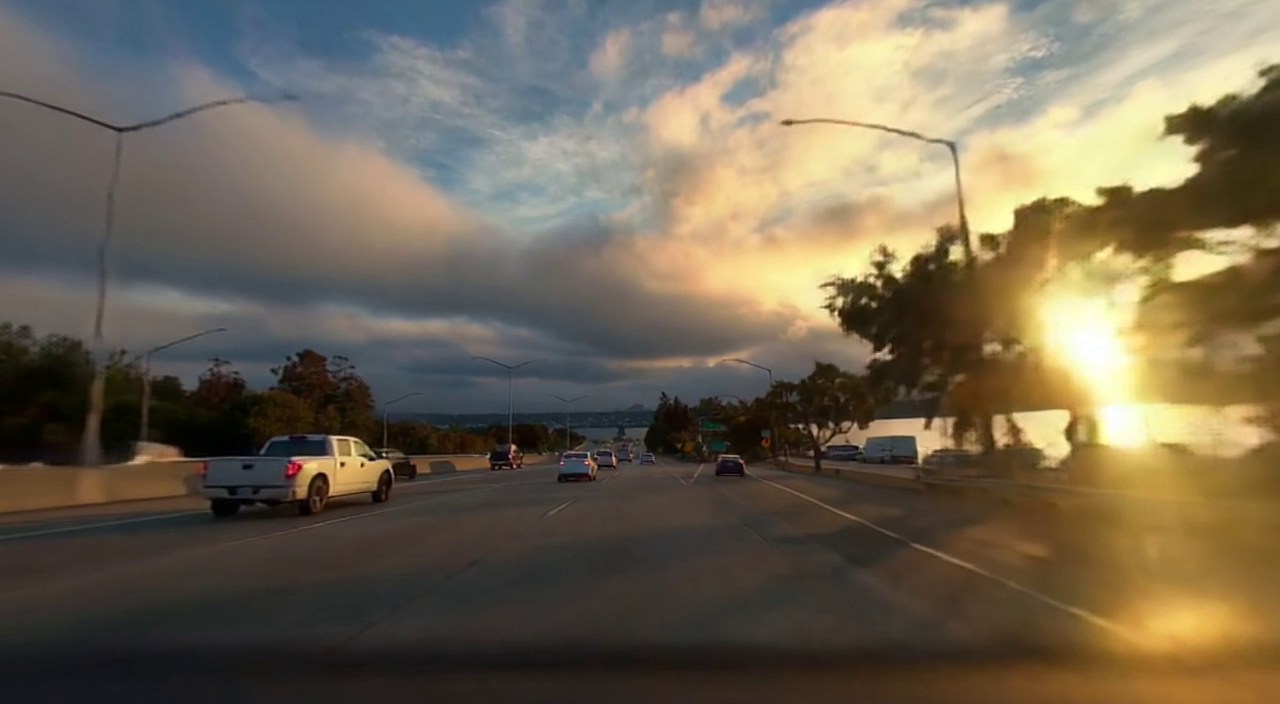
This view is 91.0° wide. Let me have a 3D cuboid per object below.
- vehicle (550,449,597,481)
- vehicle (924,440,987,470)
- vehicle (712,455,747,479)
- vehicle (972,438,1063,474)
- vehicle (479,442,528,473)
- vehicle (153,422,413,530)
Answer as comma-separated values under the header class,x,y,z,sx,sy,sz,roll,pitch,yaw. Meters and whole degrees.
class,x,y,z,sx,sy,sz,roll,pitch,yaw
vehicle,-3.827,6.592,36.975,2.132,1.708,4.571,0,-9,1
vehicle,24.327,8.025,48.778,2.129,2.095,4.928,-2,-10,-2
vehicle,6.328,8.172,45.016,2.153,1.510,4.646,0,-9,4
vehicle,24.598,6.820,41.479,2.456,2.117,6.561,-1,-9,5
vehicle,-10.554,8.181,49.128,2.442,2.191,5.760,0,-9,1
vehicle,-7.289,2.600,13.904,2.250,1.870,5.647,0,-9,2
